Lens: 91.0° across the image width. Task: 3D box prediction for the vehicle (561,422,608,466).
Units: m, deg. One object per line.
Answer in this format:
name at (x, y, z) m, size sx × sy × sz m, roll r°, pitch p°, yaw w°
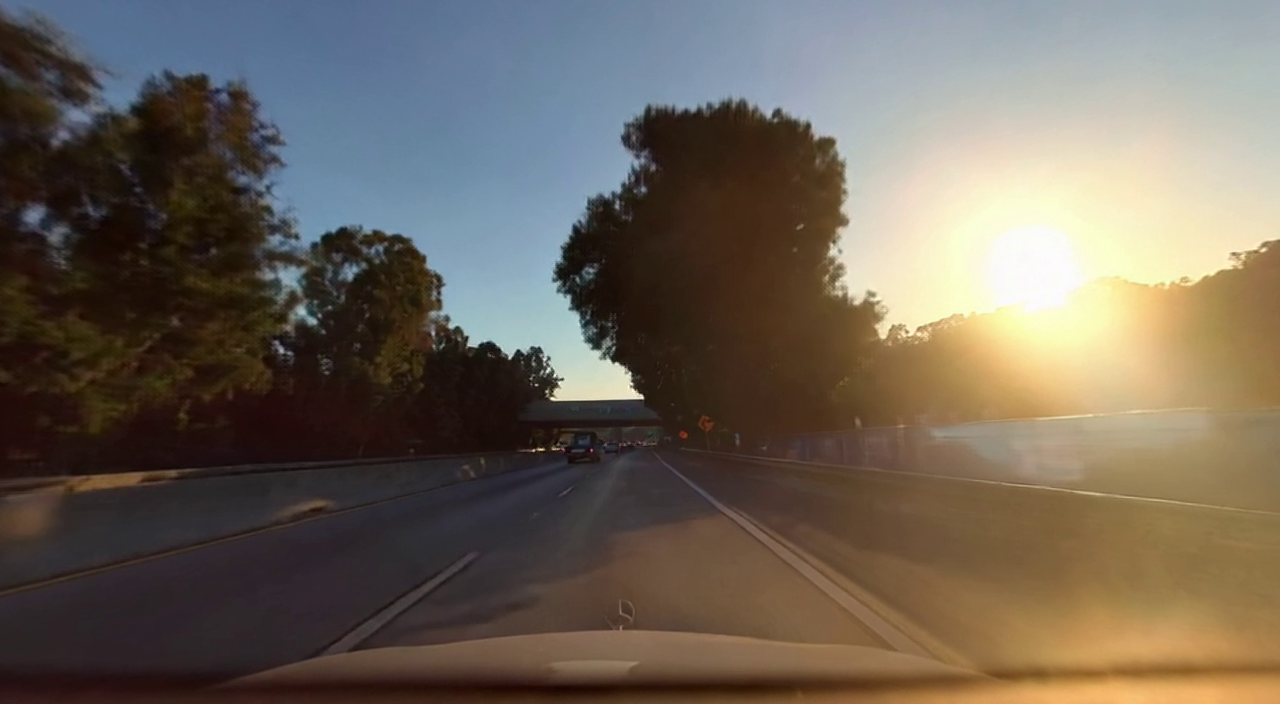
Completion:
vehicle at (-3.477, 5.910, 40.466) m, size 2.484 × 2.625 × 5.907 m, roll 0°, pitch -8°, yaw 0°
